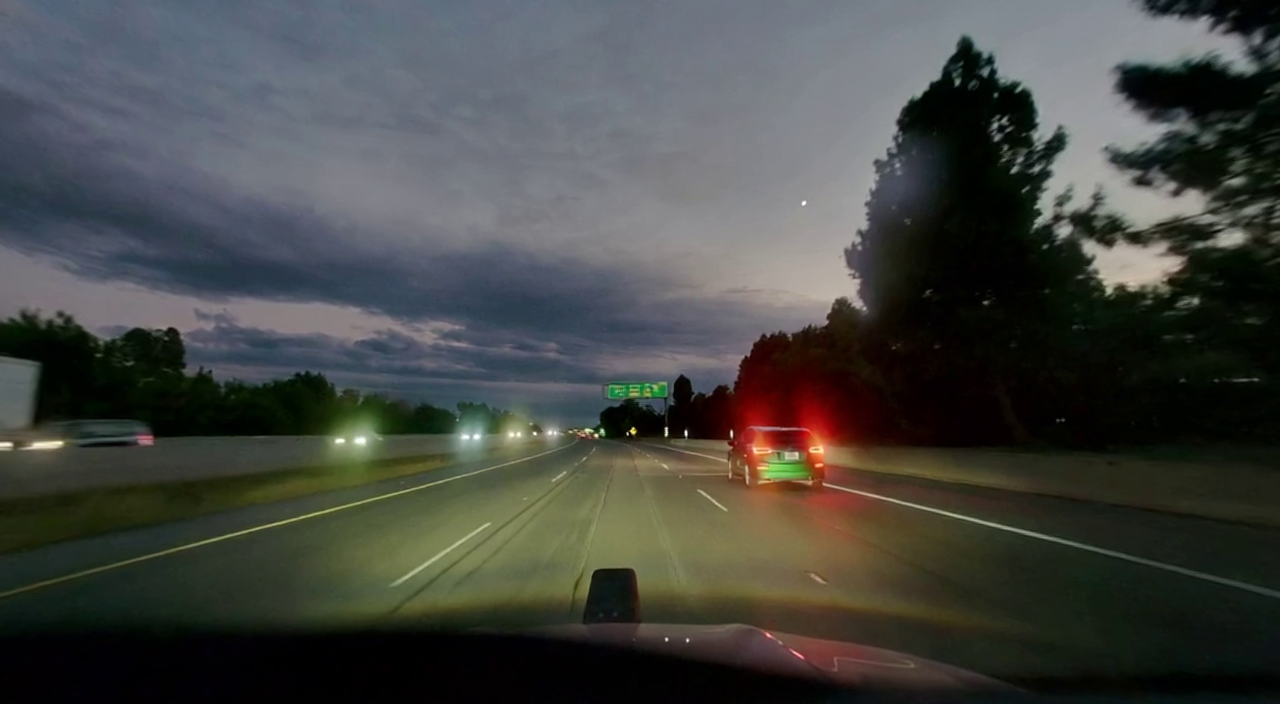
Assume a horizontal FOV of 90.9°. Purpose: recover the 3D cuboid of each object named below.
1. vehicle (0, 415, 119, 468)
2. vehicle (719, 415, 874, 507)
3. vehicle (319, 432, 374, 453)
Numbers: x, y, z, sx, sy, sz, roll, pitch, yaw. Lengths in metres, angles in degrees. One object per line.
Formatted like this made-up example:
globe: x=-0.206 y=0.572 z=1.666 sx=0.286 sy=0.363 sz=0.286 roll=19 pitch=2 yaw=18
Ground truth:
vehicle: x=-20.138 y=2.980 z=20.926 sx=1.880 sy=1.575 sz=4.514 roll=0 pitch=-8 yaw=-2
vehicle: x=3.126 y=2.286 z=13.668 sx=2.107 sy=1.642 sz=4.331 roll=0 pitch=-8 yaw=-2
vehicle: x=-21.488 y=6.648 z=46.268 sx=1.908 sy=1.466 sz=4.672 roll=0 pitch=-8 yaw=-2
